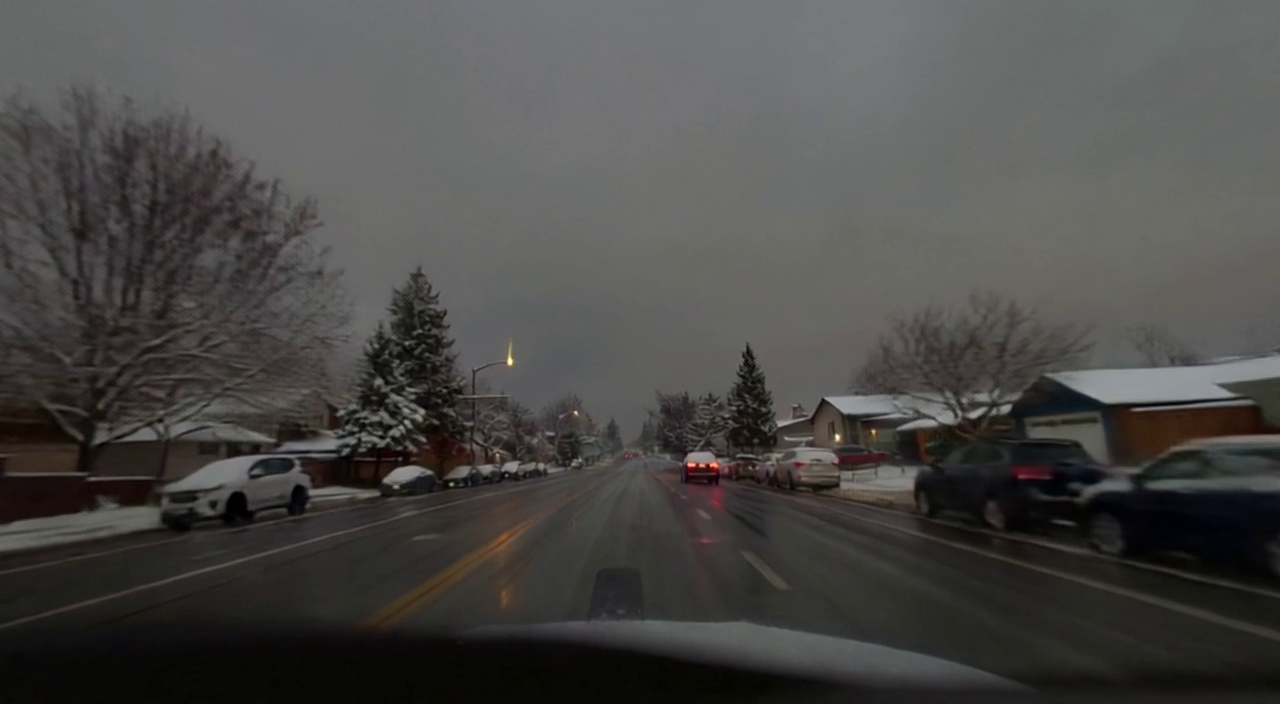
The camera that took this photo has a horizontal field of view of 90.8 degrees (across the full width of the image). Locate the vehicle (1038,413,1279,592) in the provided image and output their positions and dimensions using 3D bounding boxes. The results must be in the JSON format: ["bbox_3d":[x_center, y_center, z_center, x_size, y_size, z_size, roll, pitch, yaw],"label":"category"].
[{"bbox_3d":[7.484,1.691,7.533,2.071,1.793,5.072,0,-8,-1],"label":"vehicle"}]

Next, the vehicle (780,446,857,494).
[{"bbox_3d":[7.473,4.958,27.010,1.873,1.867,4.673,0,-9,-1],"label":"vehicle"}]

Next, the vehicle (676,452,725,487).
[{"bbox_3d":[3.060,6.021,32.792,1.951,1.620,4.582,0,-8,-2],"label":"vehicle"}]

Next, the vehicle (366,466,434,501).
[{"bbox_3d":[-11.822,6.476,31.446,1.809,1.476,4.423,0,-9,-2],"label":"vehicle"}]

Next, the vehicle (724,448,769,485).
[{"bbox_3d":[7.126,7.681,42.774,2.081,2.286,4.941,0,-9,-2],"label":"vehicle"}]

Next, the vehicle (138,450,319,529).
[{"bbox_3d":[-11.609,3.850,18.342,2.181,1.920,4.570,0,-8,-1],"label":"vehicle"}]

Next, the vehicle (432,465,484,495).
[{"bbox_3d":[-11.868,8.346,41.490,1.888,1.668,5.052,0,-9,0],"label":"vehicle"}]
